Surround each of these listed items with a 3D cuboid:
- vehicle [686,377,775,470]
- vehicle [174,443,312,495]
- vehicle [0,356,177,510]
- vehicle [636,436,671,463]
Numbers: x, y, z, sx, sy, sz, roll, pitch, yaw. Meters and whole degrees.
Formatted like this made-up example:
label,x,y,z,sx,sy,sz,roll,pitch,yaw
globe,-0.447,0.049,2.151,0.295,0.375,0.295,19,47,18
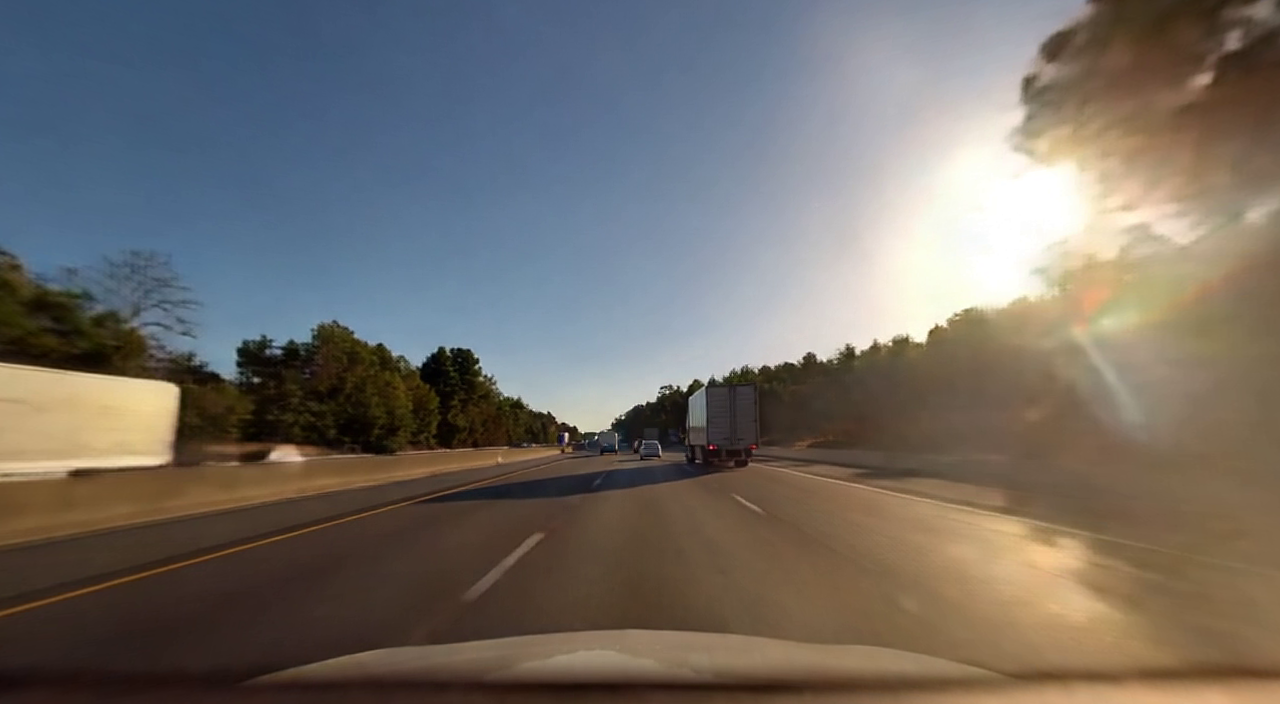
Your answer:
label,x,y,z,sx,sy,sz,roll,pitch,yaw
vehicle,4.571,4.194,35.443,3.005,4.131,14.221,0,-8,0
vehicle,-13.723,4.026,22.154,1.935,1.585,4.549,0,-8,-1
vehicle,-18.611,2.586,19.704,2.938,4.072,6.513,0,-8,1
vehicle,0.822,6.181,40.040,2.139,1.607,4.034,0,-8,0
